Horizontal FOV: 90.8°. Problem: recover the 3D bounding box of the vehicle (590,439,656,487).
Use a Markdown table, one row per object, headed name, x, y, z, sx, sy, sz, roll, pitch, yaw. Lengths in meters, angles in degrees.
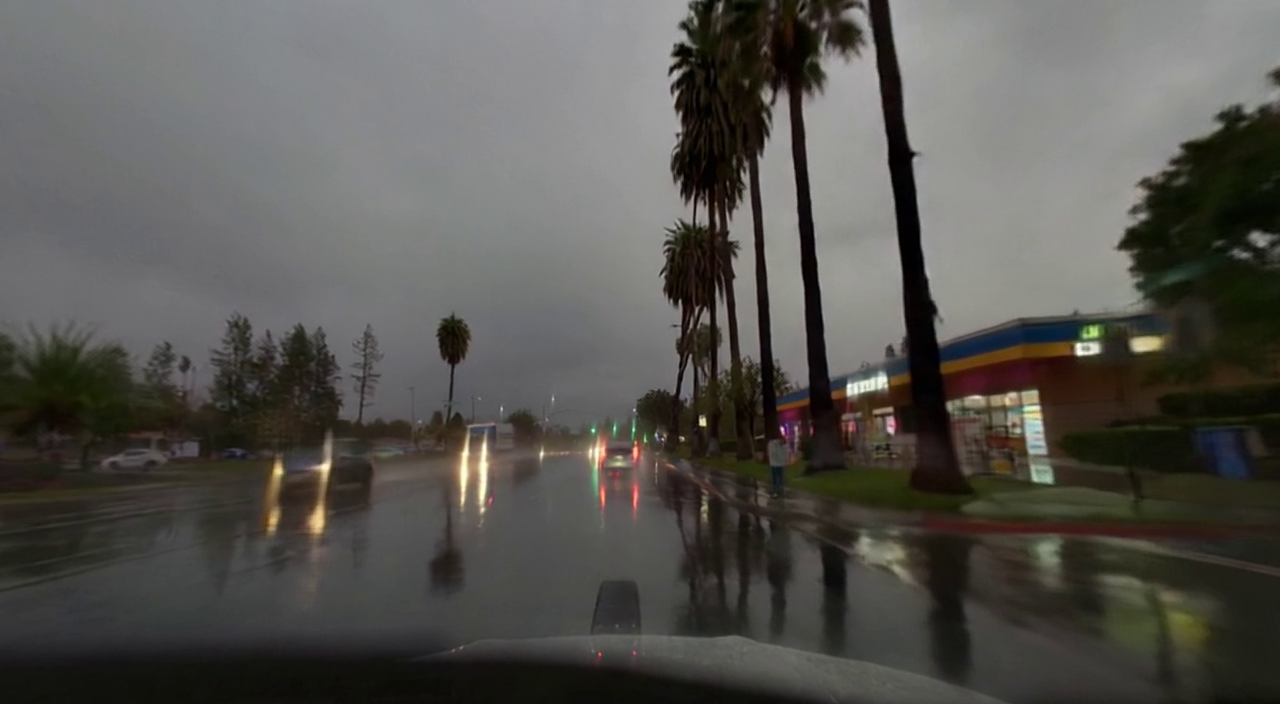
| name | x | y | z | sx | sy | sz | roll | pitch | yaw |
| --- | --- | --- | --- | --- | --- | --- | --- | --- | --- |
| vehicle | -0.579 | 3.807 | 22.034 | 2.076 | 1.486 | 4.119 | 0 | -9 | -1 |
